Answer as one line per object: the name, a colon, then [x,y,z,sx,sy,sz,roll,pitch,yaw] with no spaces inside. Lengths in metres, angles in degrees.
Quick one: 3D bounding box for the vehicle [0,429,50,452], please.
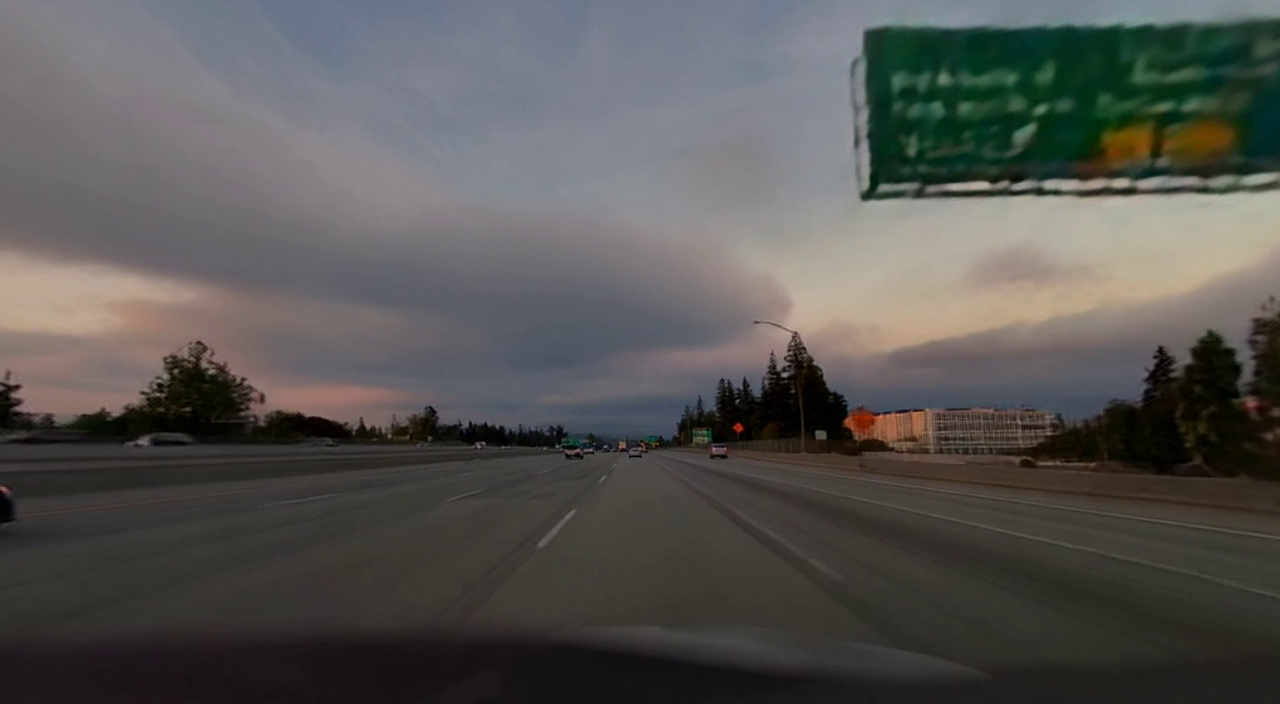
vehicle: [-48.441,6.710,47.881,2.025,1.701,5.588,0,-9,0]
